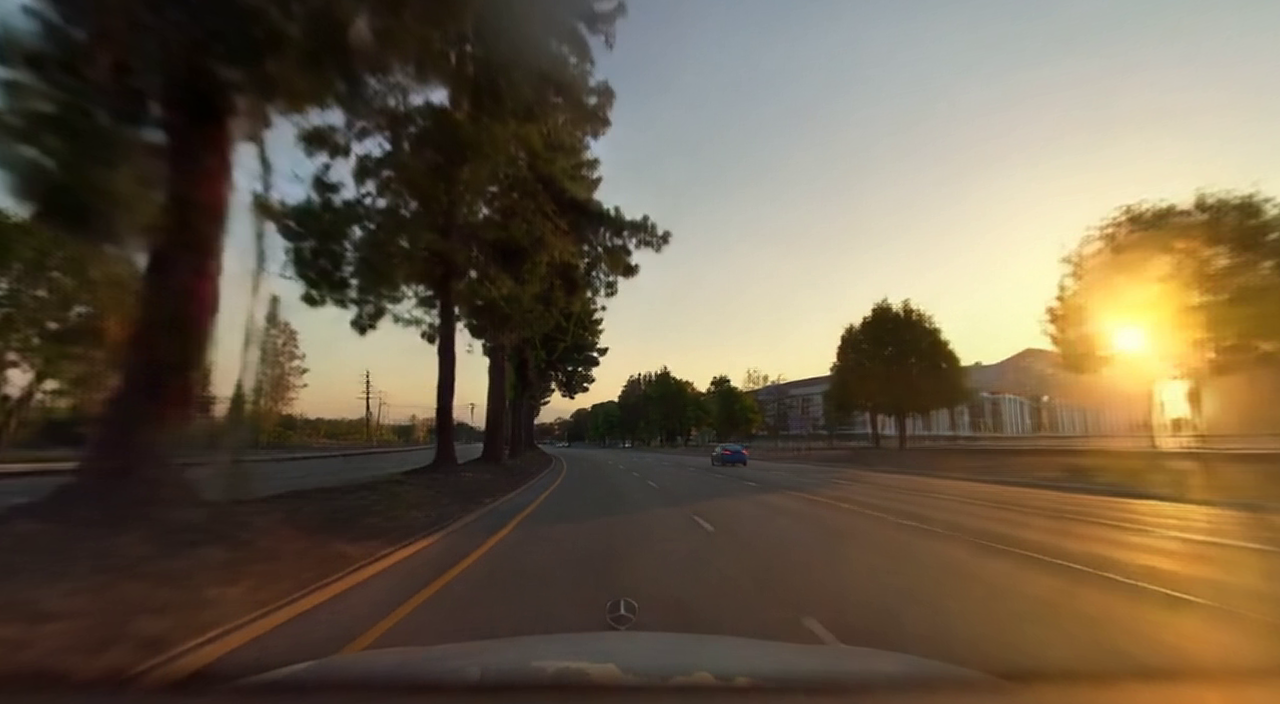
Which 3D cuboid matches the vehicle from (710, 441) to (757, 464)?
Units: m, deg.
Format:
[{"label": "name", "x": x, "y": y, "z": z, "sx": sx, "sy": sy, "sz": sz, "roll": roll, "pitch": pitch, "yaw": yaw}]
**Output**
[{"label": "vehicle", "x": 6.247, "y": 6.795, "z": 42.683, "sx": 1.908, "sy": 1.483, "sz": 4.474, "roll": 1, "pitch": -9, "yaw": -8}]
